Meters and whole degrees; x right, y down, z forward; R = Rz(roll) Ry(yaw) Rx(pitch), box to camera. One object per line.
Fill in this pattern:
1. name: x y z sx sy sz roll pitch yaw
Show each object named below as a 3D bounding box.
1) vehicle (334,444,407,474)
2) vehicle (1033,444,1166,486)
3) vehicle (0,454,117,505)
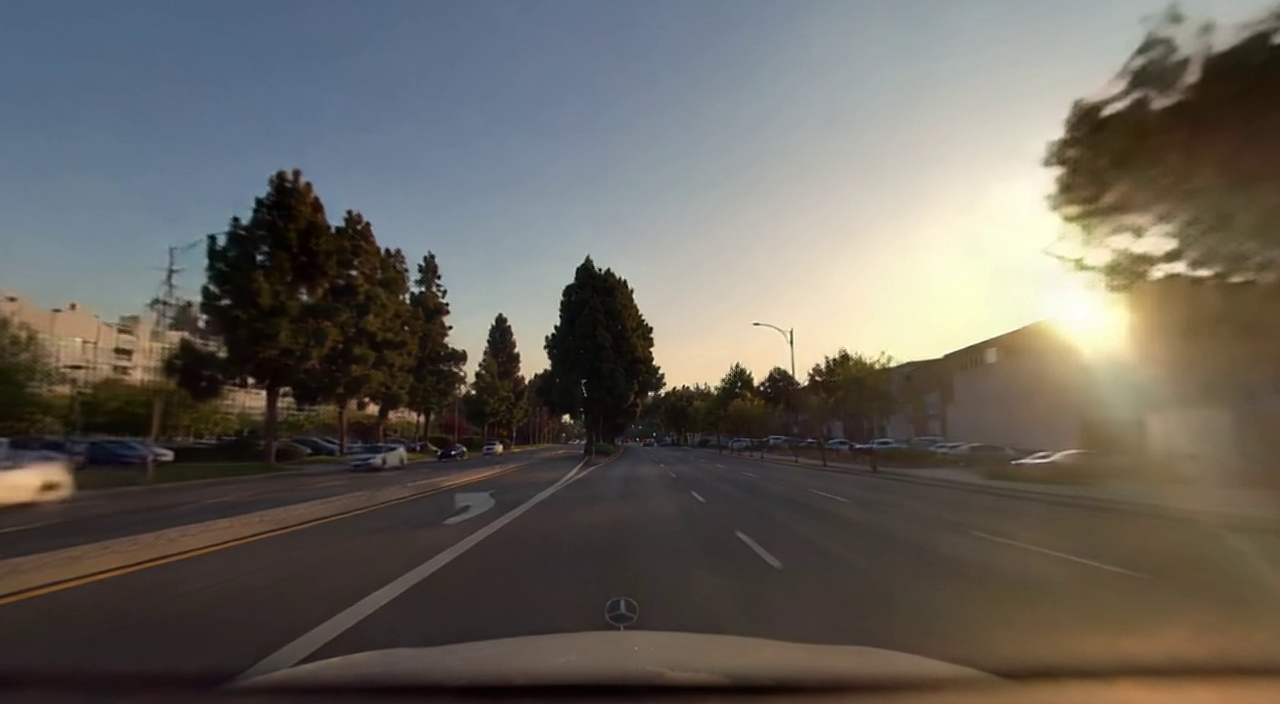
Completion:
1. vehicle: -14.534 5.768 34.394 1.950 1.505 4.733 0 -8 -1
2. vehicle: 20.600 5.054 28.563 4.573 1.747 2.191 -6 -10 34
3. vehicle: -19.787 4.072 20.560 1.787 1.437 4.414 0 -8 -1
